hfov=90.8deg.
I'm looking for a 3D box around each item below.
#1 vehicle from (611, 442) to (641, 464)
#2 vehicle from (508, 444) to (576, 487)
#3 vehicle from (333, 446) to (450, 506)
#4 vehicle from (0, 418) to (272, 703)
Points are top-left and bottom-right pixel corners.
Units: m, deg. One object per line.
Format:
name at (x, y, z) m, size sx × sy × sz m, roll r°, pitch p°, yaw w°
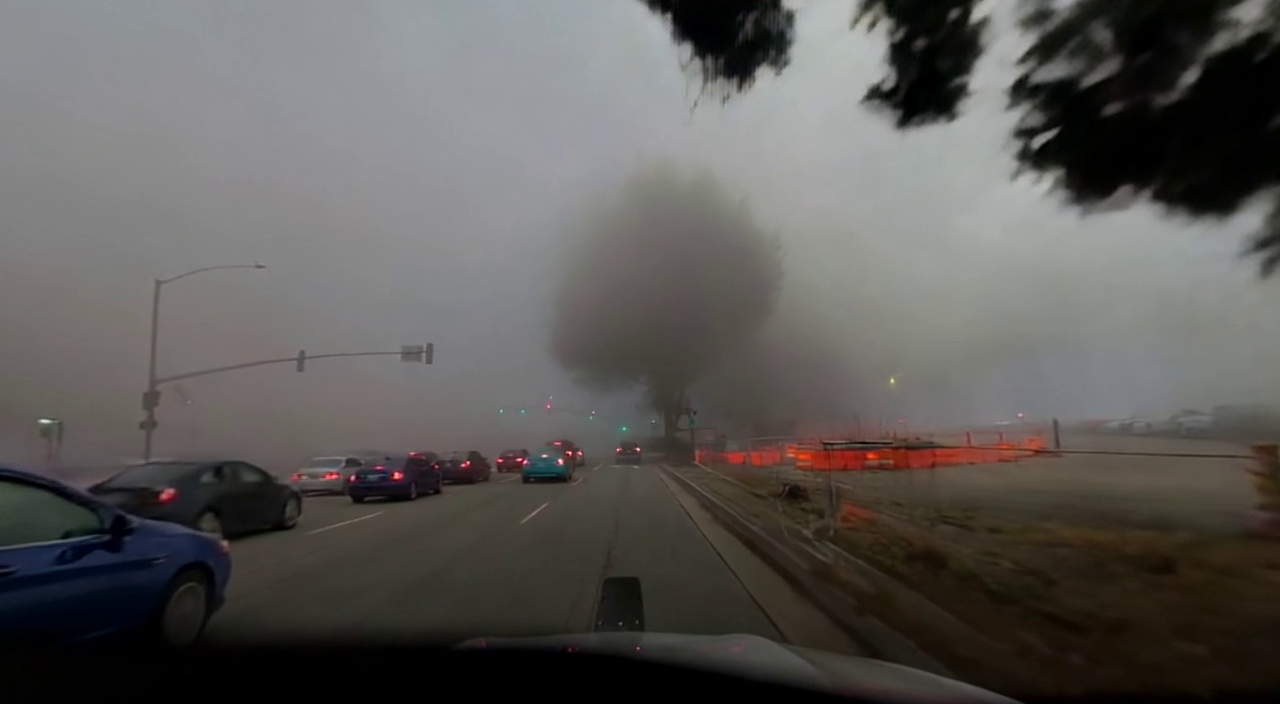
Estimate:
vehicle at (-1.026, 7.566, 47.335) m, size 2.183 × 1.506 × 4.286 m, roll 0°, pitch -9°, yaw -1°
vehicle at (-3.660, 4.315, 24.352) m, size 2.042 × 1.441 × 4.172 m, roll -1°, pitch -9°, yaw -1°
vehicle at (-7.364, 3.680, 19.231) m, size 1.900 × 1.507 × 4.285 m, roll -3°, pitch -9°, yaw -1°
vehicle at (-3.864, 1.035, 2.512) m, size 2.026 × 1.497 × 4.577 m, roll -2°, pitch -9°, yaw 1°
